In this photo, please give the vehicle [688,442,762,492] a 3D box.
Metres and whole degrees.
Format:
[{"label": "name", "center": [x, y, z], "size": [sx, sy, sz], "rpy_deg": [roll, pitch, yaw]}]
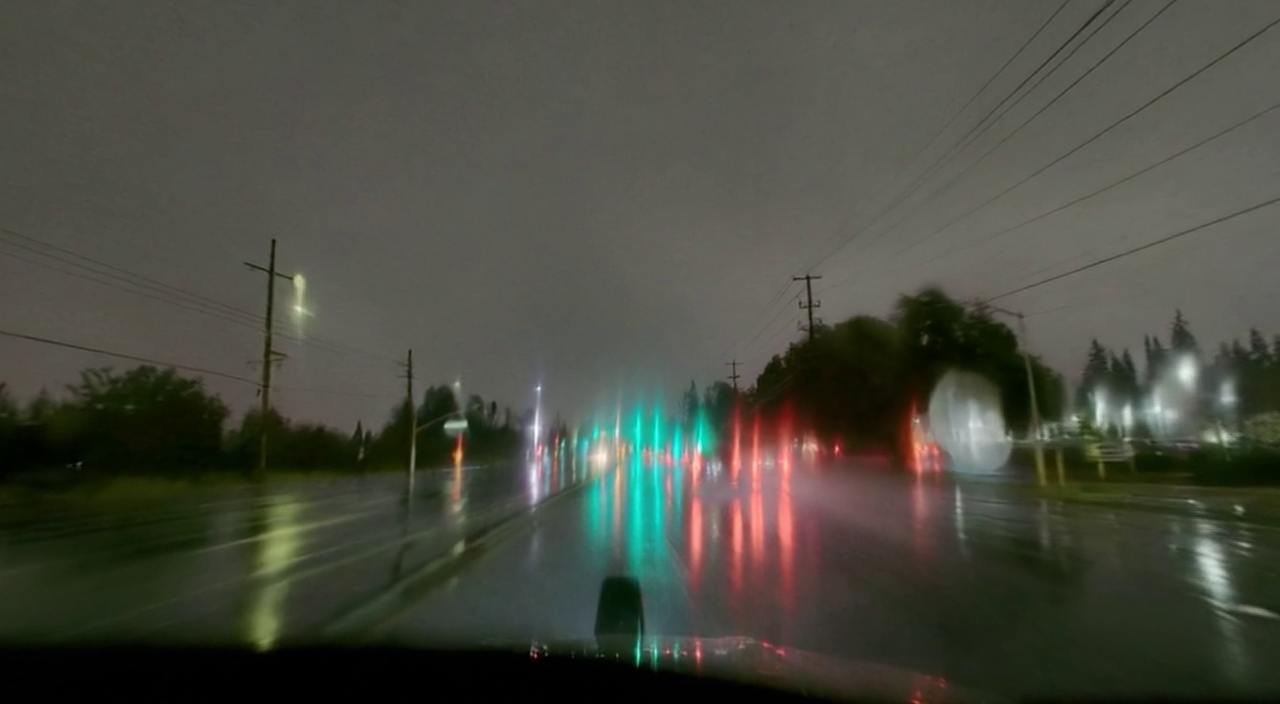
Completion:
[{"label": "vehicle", "center": [3.029, 4.216, 23.415], "size": [2.078, 1.668, 4.078], "rpy_deg": [0, -9, -1]}]
